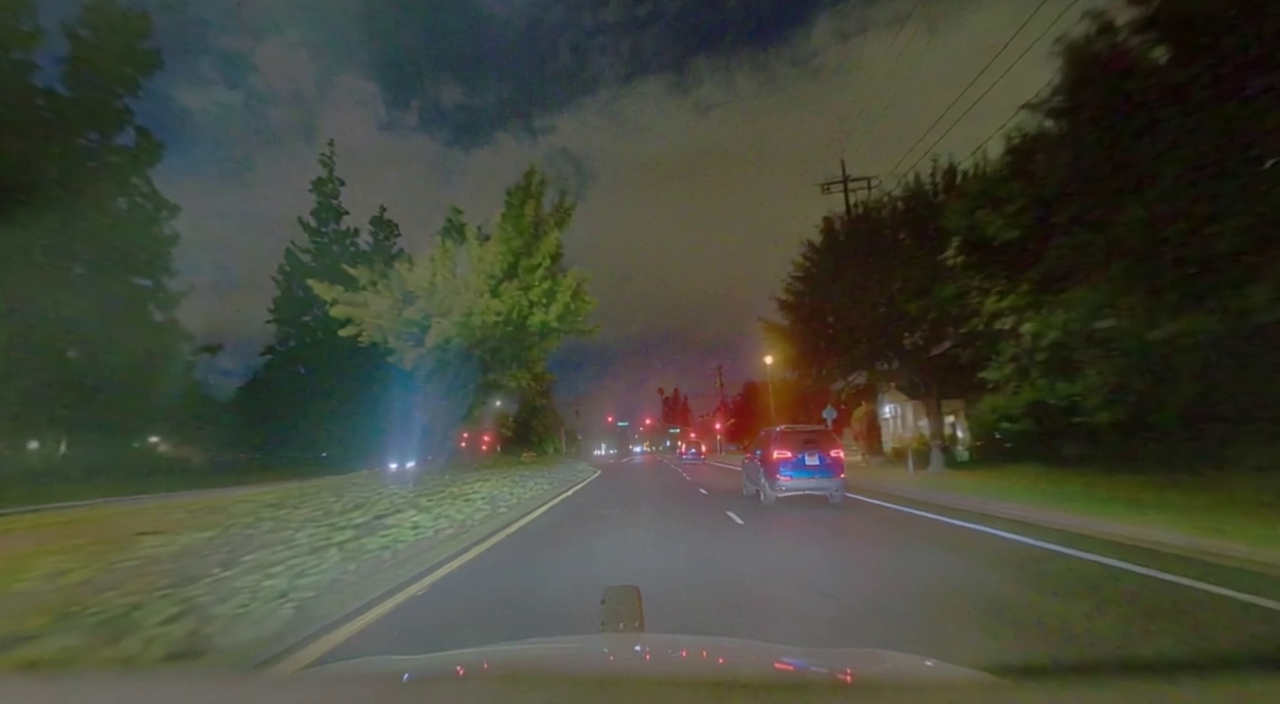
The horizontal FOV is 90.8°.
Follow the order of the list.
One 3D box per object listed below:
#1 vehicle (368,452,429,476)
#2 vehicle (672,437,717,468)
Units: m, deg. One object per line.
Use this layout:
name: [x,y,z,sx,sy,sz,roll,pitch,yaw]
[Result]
vehicle: [-16.097,7.453,42.357,2.185,1.468,4.735,0,-8,0]
vehicle: [3.345,6.305,39.913,2.229,1.795,4.927,0,-8,-2]
